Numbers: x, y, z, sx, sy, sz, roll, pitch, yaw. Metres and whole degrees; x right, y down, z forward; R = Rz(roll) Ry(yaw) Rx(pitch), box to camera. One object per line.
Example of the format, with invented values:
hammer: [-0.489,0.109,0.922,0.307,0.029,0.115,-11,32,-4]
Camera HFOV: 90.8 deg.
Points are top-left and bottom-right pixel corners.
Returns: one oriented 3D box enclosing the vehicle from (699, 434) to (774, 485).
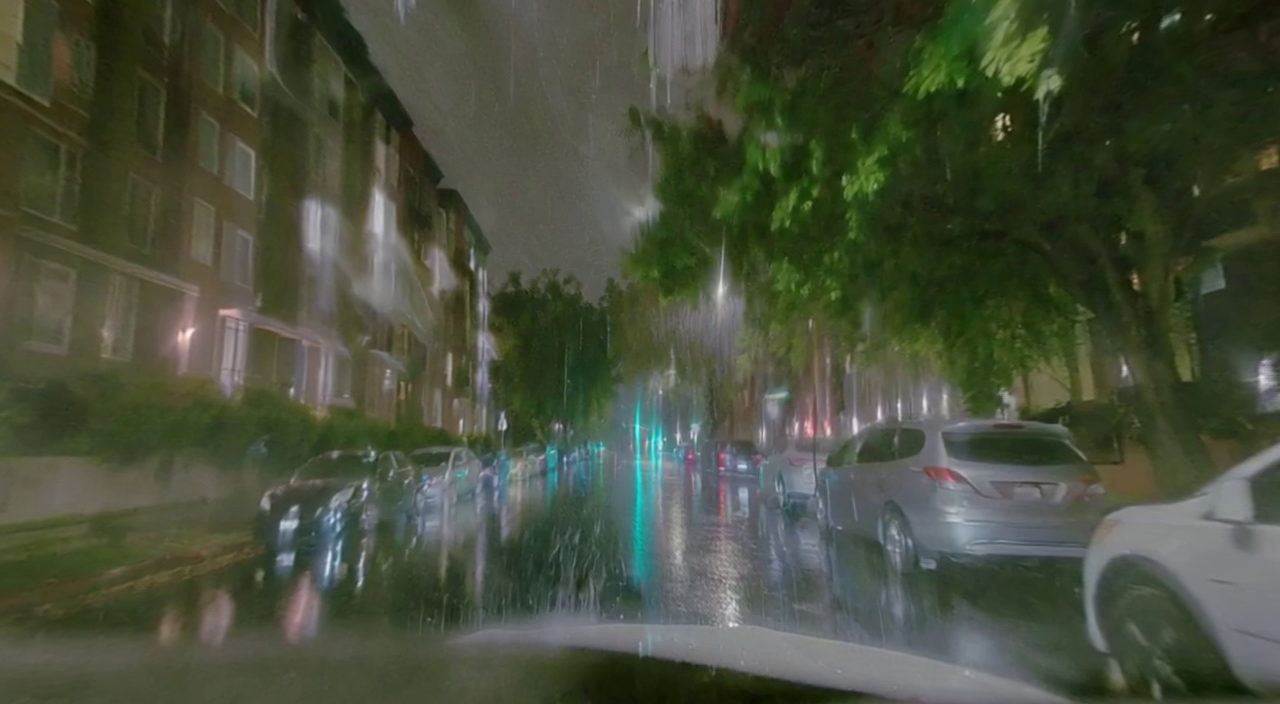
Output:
vehicle: [3.707,4.241,25.266,2.082,1.809,4.998,0,-8,-2]

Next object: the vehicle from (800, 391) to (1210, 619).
vehicle: [3.621,1.608,7.664,2.093,1.801,4.788,2,-8,0]

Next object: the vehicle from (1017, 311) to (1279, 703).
vehicle: [3.471,0.643,1.481,2.131,1.829,4.894,0,-8,0]

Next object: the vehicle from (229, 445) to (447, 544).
vehicle: [-5.237,2.475,11.755,1.772,1.466,4.342,0,-8,2]
